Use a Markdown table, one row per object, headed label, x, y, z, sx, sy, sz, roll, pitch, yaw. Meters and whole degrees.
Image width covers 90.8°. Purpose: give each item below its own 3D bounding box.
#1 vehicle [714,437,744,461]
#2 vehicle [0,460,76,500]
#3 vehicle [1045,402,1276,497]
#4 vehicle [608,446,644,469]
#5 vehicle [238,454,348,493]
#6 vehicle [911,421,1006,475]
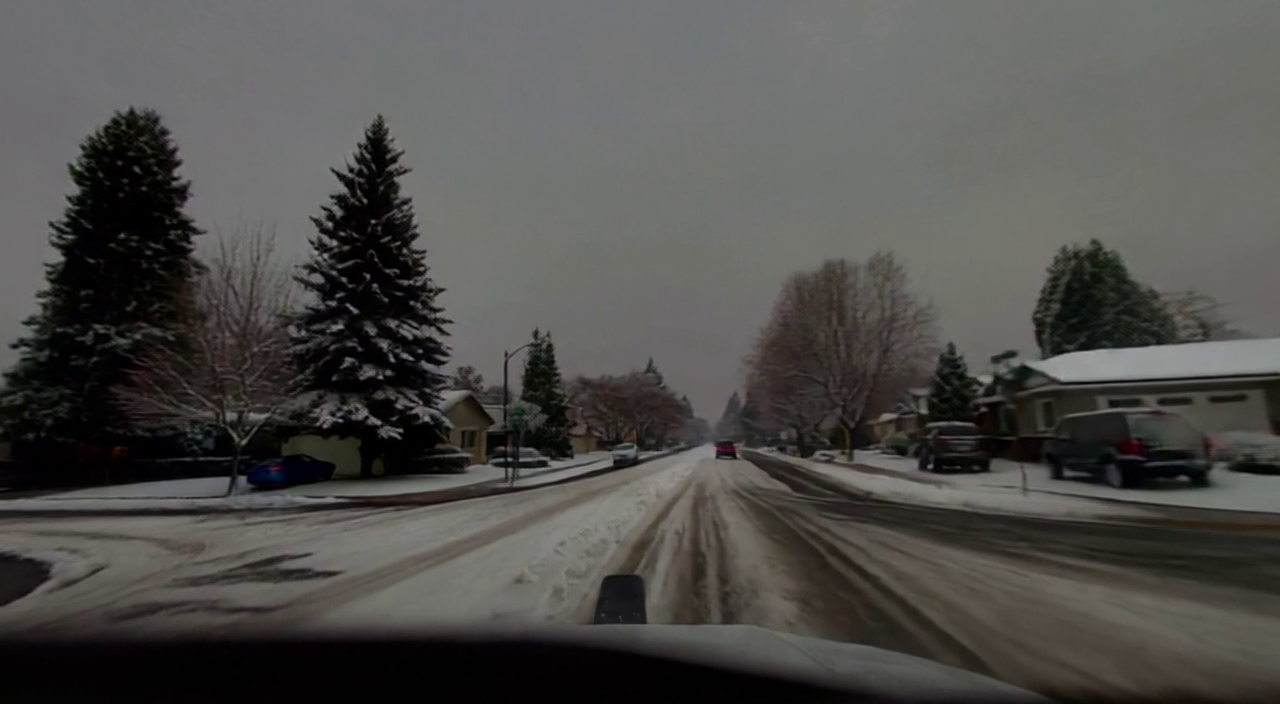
| label | x | y | z | sx | sy | sz | roll | pitch | yaw |
| --- | --- | --- | --- | --- | --- | --- | --- | --- | --- |
| vehicle | 6.683 | 7.303 | 47.523 | 2.116 | 1.711 | 4.155 | -1 | -9 | 8 |
| vehicle | -28.989 | 5.841 | 28.980 | 1.978 | 1.666 | 4.230 | -1 | -9 | 8 |
| vehicle | 12.620 | 2.451 | 16.010 | 2.333 | 1.933 | 5.662 | -2 | -9 | 16 |
| vehicle | -0.985 | 7.736 | 46.551 | 2.075 | 1.551 | 4.074 | -1 | -9 | 6 |
| vehicle | -15.425 | 5.385 | 28.399 | 1.917 | 1.499 | 4.569 | -1 | -9 | 8 |
| vehicle | 12.056 | 3.684 | 24.276 | 2.130 | 1.836 | 4.464 | -2 | -9 | 13 |
